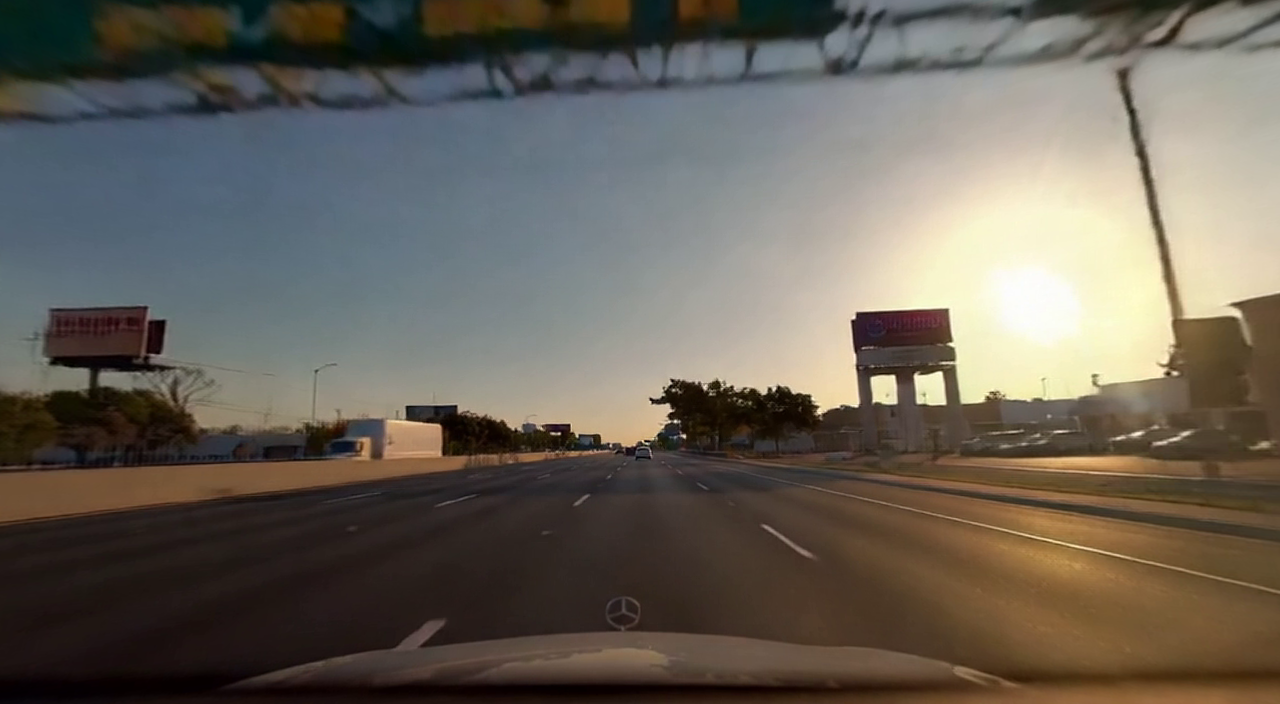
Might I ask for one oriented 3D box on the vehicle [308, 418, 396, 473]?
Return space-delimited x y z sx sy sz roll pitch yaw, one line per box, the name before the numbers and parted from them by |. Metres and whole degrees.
vehicle | -22.176 7.314 49.062 3.081 3.959 7.500 0 -9 2
